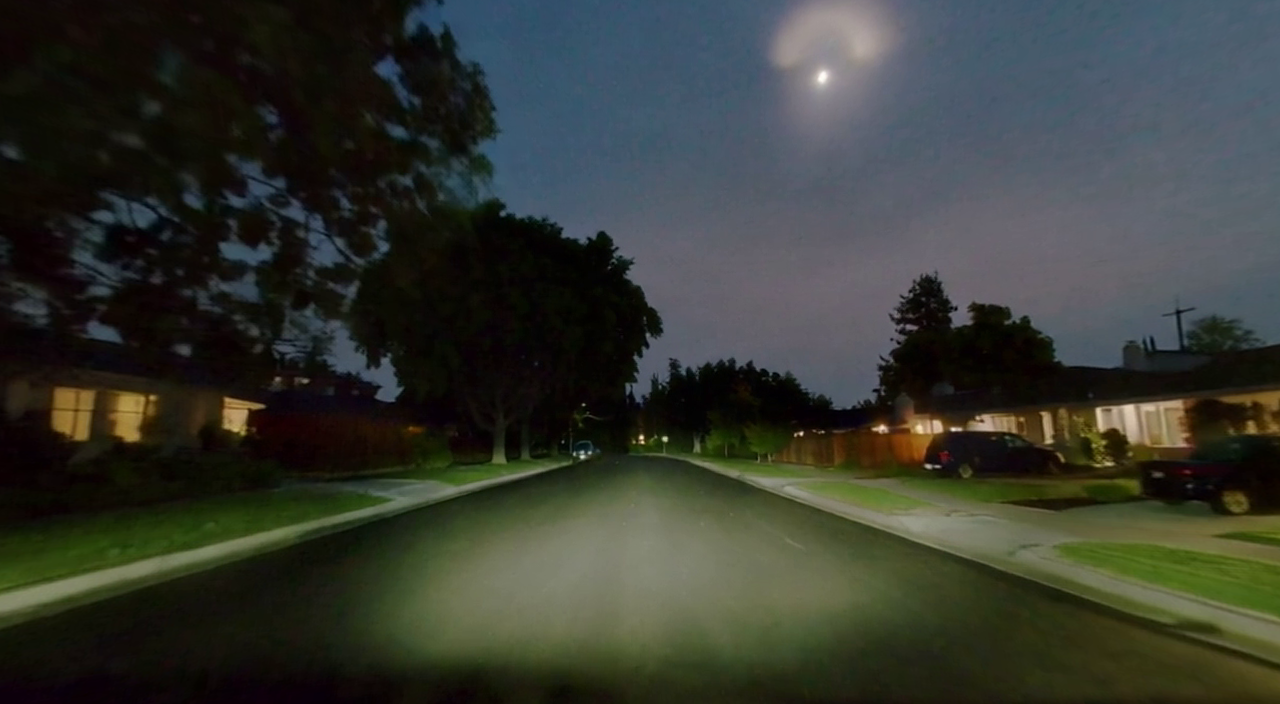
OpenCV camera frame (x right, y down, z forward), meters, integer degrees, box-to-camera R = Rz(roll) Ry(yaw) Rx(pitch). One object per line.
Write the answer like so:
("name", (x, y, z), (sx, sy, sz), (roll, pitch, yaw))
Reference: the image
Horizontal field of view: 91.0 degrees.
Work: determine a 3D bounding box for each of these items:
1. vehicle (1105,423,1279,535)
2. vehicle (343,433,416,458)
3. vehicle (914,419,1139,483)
("vehicle", (10.706, 1.922, 10.205), (4.710, 1.512, 1.894), (-3, -8, 0))
("vehicle", (-18.530, 6.684, 44.944), (4.196, 1.696, 2.086), (0, -10, -1))
("vehicle", (12.028, 3.120, 19.956), (5.637, 1.890, 2.171), (0, -8, 1))
